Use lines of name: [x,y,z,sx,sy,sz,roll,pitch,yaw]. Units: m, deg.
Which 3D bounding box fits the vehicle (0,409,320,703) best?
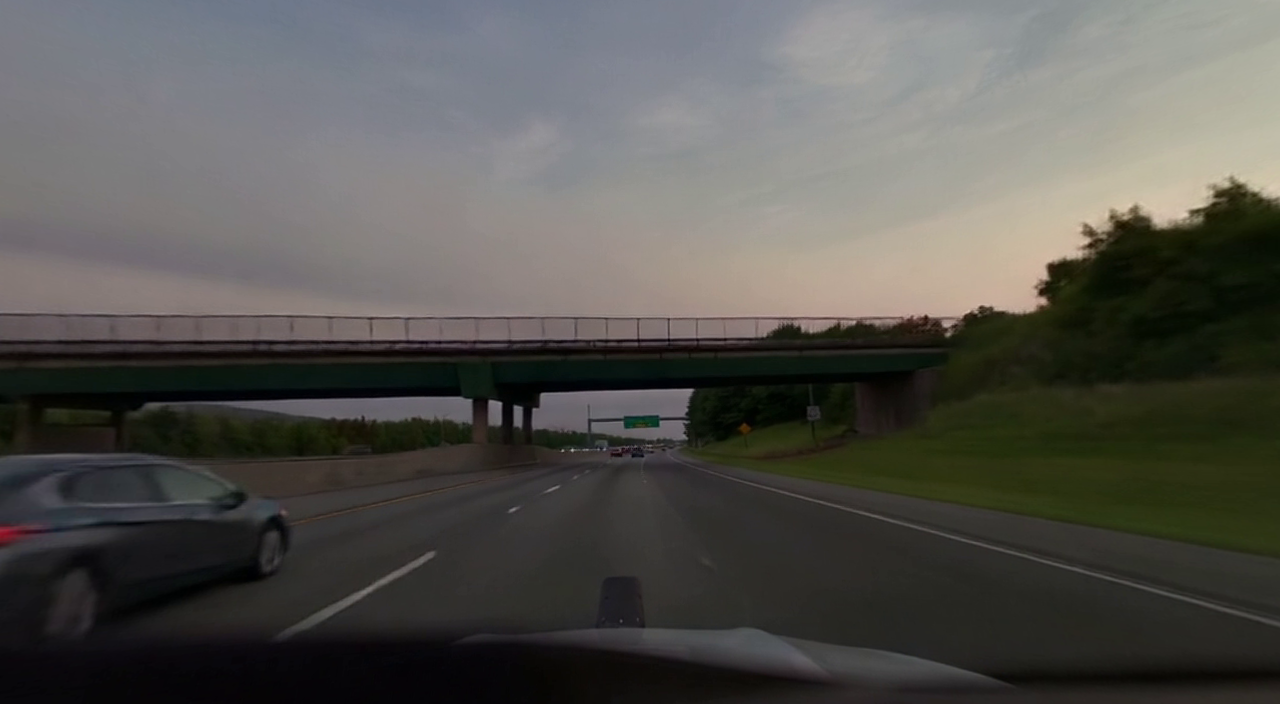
vehicle: [-4.377,1.268,4.529,2.055,1.535,4.073,0,-9,-1]
